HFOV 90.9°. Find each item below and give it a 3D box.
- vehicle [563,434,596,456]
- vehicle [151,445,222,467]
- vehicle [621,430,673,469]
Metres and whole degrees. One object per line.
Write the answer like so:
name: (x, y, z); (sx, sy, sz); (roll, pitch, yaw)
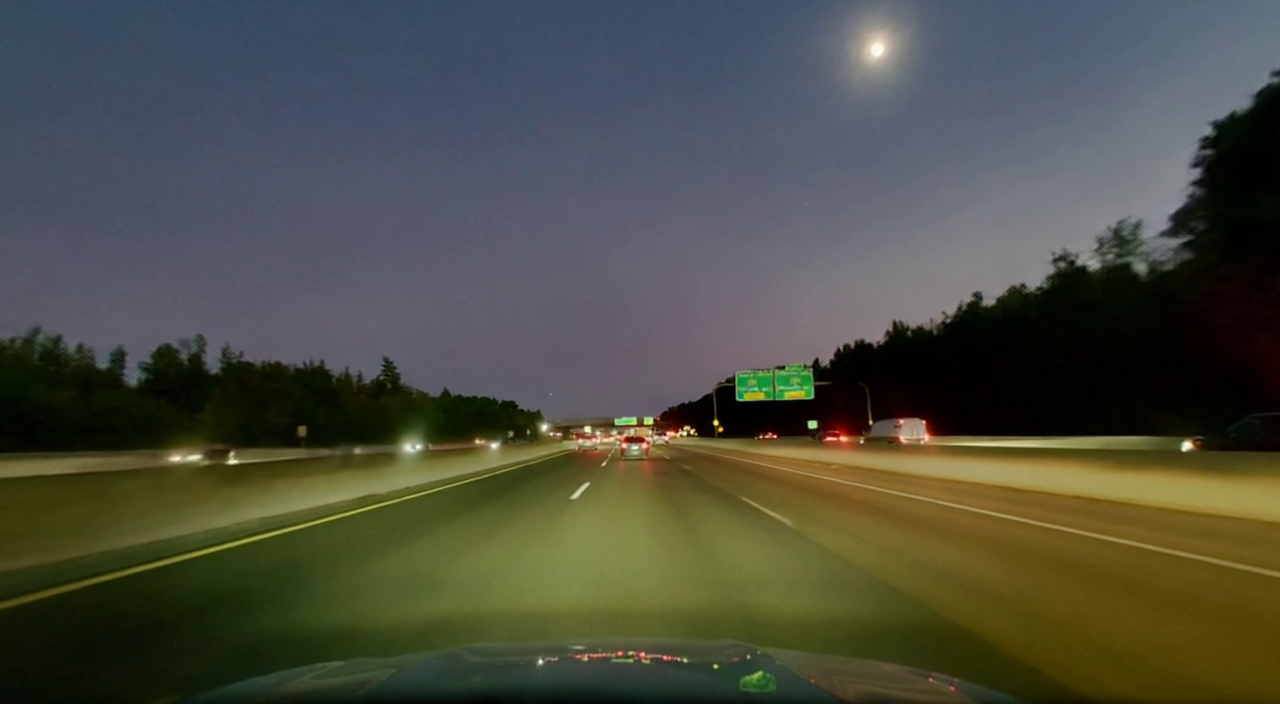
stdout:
vehicle: (-4.262, 6.641, 44.894); (2.014, 1.471, 4.380); (0, -8, -1)
vehicle: (-35.378, 8.108, 49.395); (2.004, 1.615, 4.867); (0, -8, -1)
vehicle: (0.225, 4.247, 27.597); (2.086, 1.554, 3.875); (0, -8, -2)
